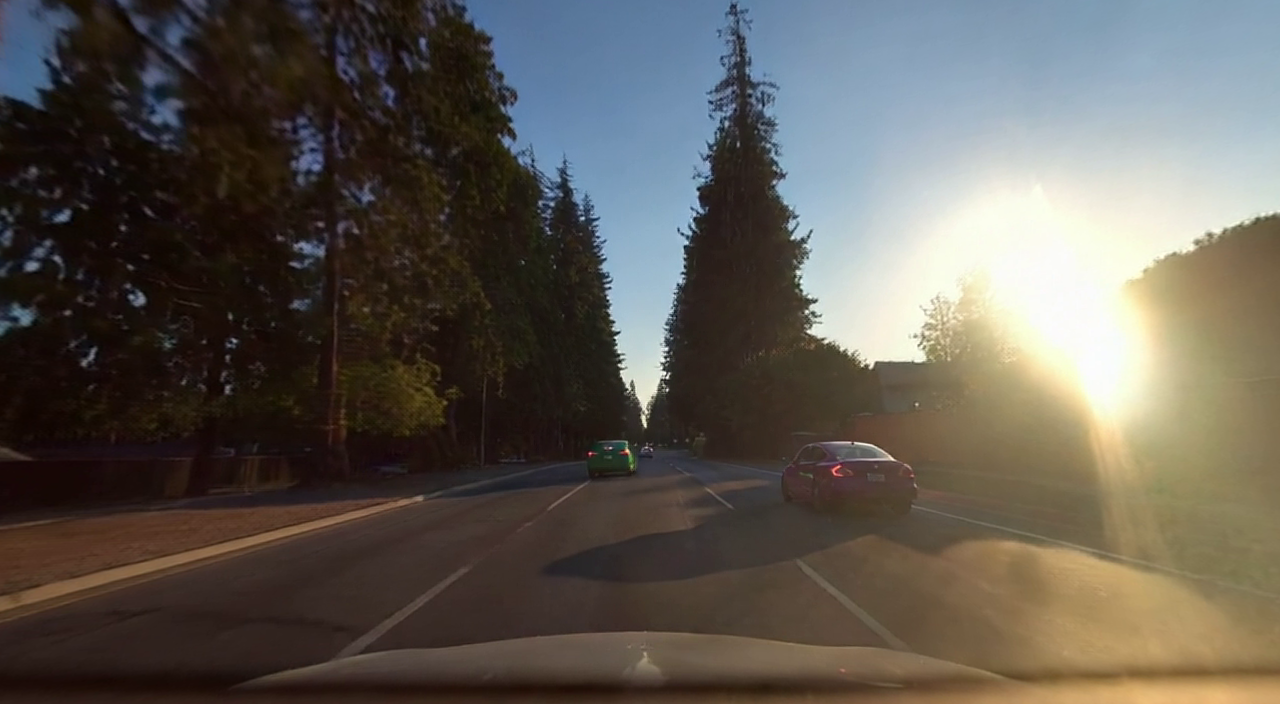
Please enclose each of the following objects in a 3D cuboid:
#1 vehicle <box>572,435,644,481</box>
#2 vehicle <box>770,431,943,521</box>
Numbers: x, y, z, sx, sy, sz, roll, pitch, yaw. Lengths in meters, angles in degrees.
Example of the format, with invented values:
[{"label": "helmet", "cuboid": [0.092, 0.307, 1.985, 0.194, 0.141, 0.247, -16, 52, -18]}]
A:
[{"label": "vehicle", "cuboid": [-1.084, 3.967, 23.974, 2.206, 1.525, 4.695, -2, -8, 3]}, {"label": "vehicle", "cuboid": [4.174, 2.424, 13.056, 1.943, 1.471, 4.515, -1, -8, 0]}]
